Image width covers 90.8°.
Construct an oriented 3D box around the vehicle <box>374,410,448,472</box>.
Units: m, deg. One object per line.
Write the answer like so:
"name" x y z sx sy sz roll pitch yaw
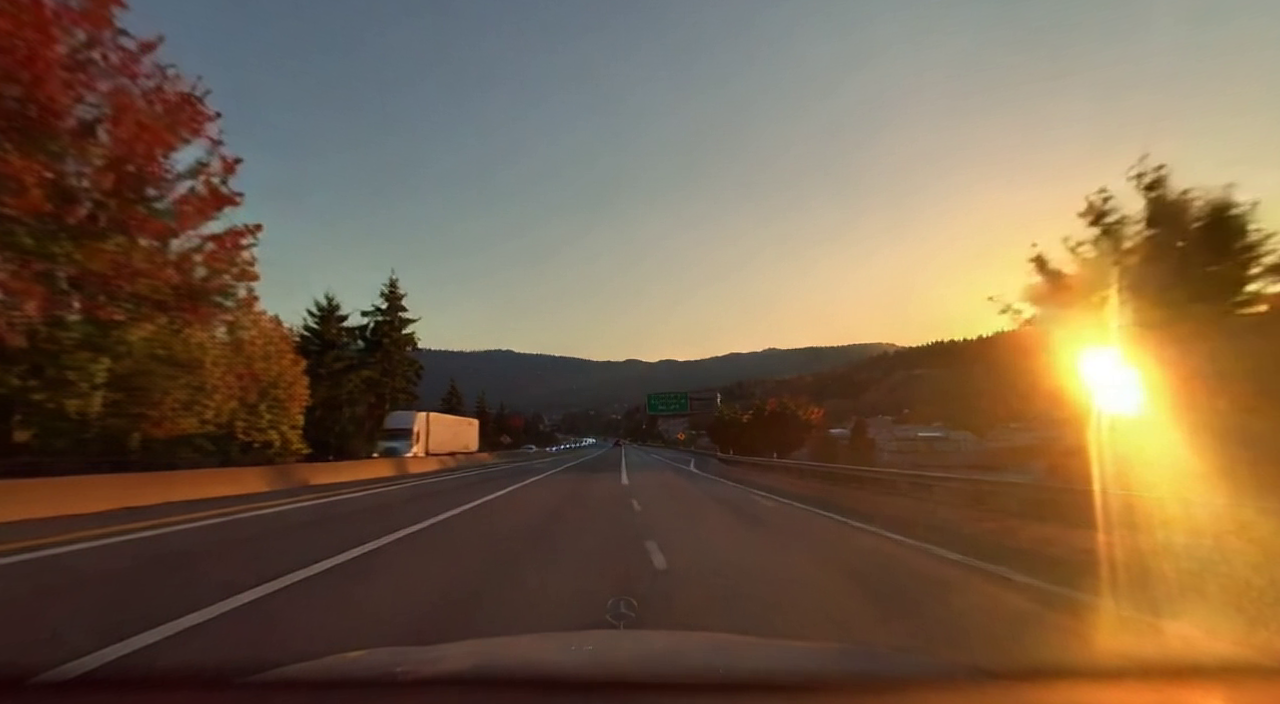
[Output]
"vehicle" -15.854 6.265 44.232 2.968 3.954 5.903 0 -9 -1
